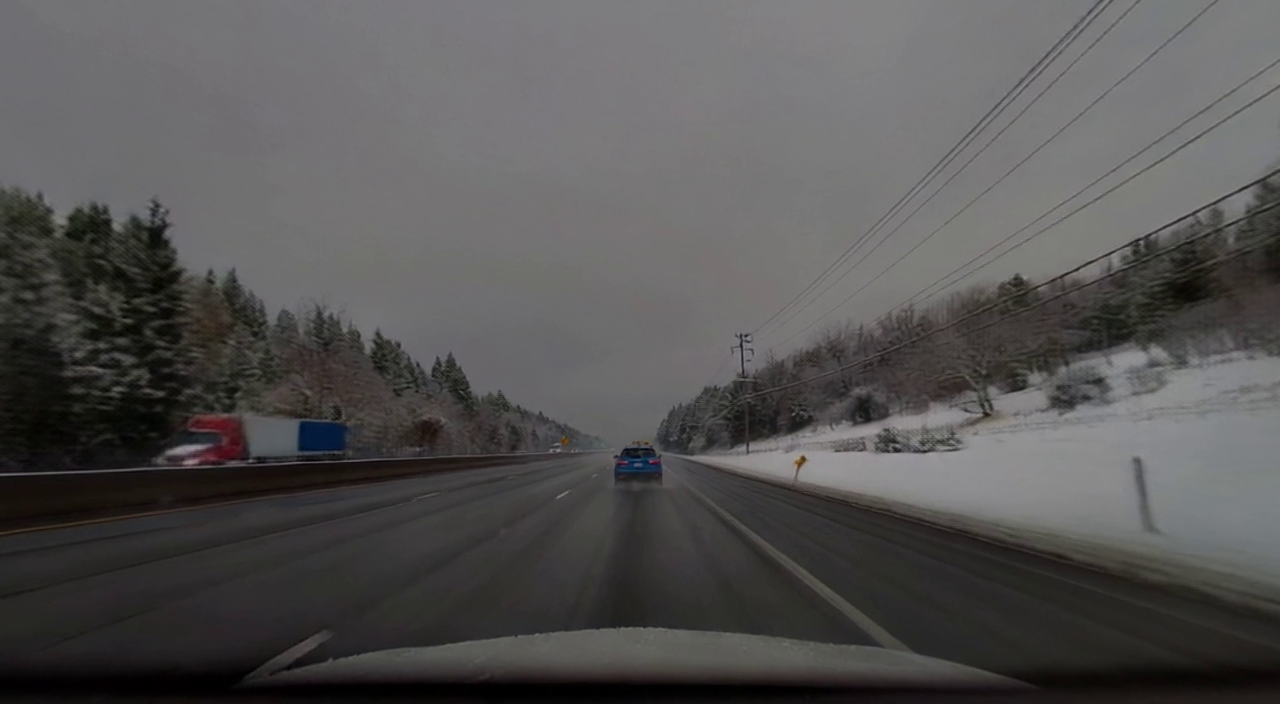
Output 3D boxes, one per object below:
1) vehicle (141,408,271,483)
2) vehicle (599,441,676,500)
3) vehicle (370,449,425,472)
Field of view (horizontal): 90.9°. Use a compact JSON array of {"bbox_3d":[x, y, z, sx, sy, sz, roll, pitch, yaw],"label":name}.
[{"bbox_3d":[-24.741,5.392,36.388,2.968,3.909,5.984,0,-9,0],"label":"vehicle"},{"bbox_3d":[-0.087,3.373,18.361,1.966,1.499,4.298,0,-9,-1],"label":"vehicle"},{"bbox_3d":[-16.290,7.290,42.533,1.974,1.485,4.249,0,-9,0],"label":"vehicle"}]
